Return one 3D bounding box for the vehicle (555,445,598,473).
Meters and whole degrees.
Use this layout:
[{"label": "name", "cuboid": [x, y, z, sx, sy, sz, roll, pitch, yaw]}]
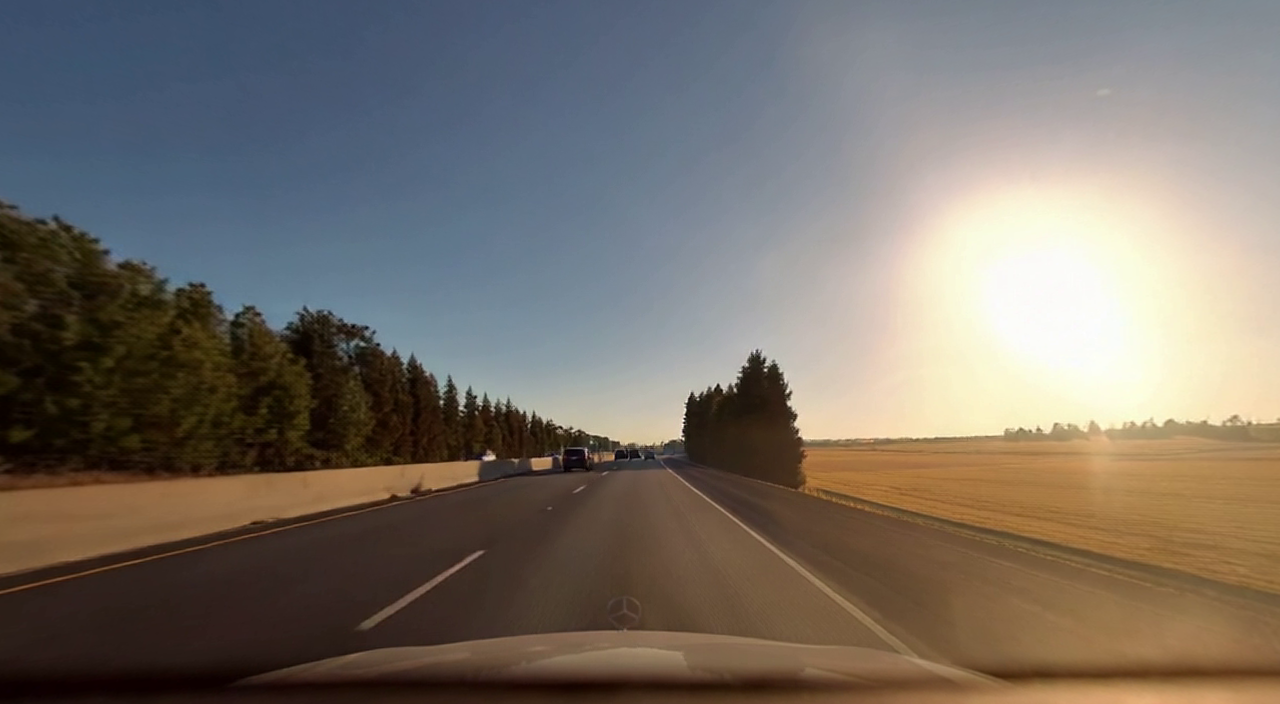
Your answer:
[{"label": "vehicle", "cuboid": [-4.026, 6.879, 40.821, 2.188, 1.692, 4.623, 0, -9, 2]}]
